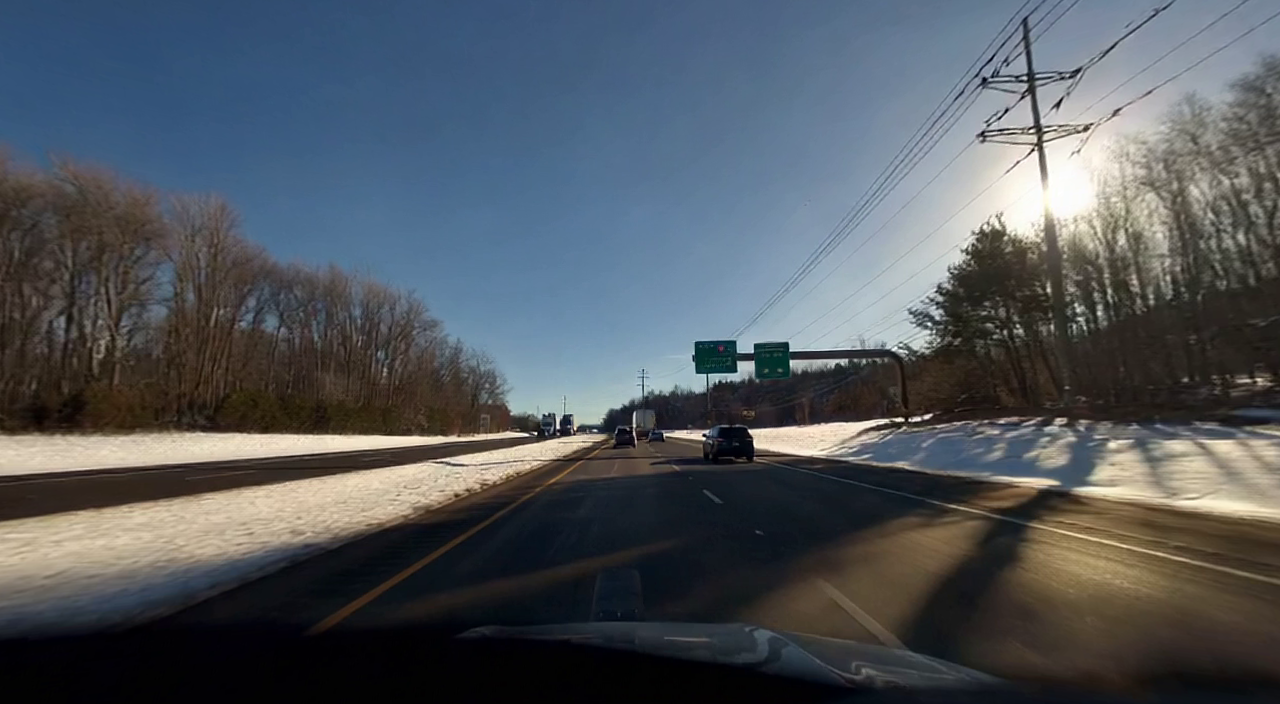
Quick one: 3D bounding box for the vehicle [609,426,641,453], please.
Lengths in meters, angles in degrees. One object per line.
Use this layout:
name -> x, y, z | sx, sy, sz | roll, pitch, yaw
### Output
vehicle -> -0.985, 5.768, 41.518 | 2.019, 1.642, 3.790 | 0, -8, -1

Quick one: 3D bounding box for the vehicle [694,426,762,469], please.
vehicle -> 3.414, 3.773, 25.107 | 2.062, 1.581, 3.914 | 0, -8, -1
